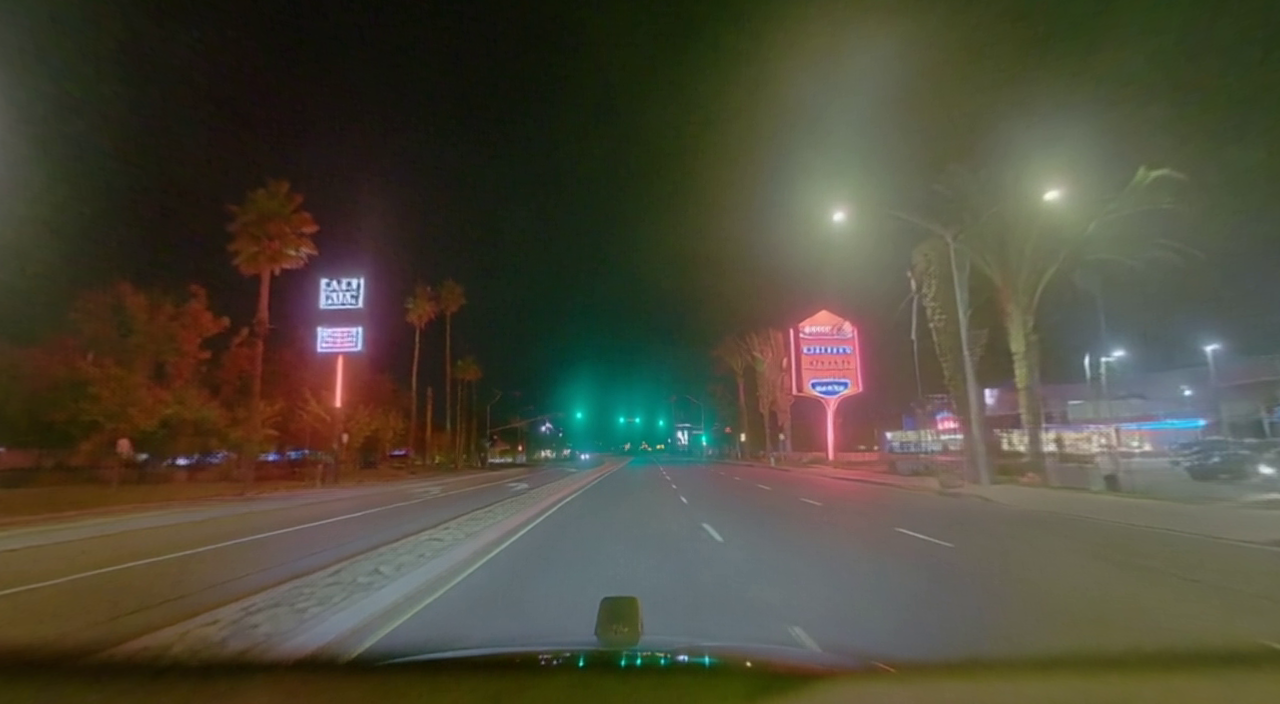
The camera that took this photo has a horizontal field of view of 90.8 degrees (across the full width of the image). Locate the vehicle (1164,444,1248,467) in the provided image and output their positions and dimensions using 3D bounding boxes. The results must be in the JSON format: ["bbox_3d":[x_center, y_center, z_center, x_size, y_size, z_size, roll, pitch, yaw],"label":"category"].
[{"bbox_3d":[37.119,6.776,41.568,1.666,1.432,4.085,0,-8,-1],"label":"vehicle"}]
